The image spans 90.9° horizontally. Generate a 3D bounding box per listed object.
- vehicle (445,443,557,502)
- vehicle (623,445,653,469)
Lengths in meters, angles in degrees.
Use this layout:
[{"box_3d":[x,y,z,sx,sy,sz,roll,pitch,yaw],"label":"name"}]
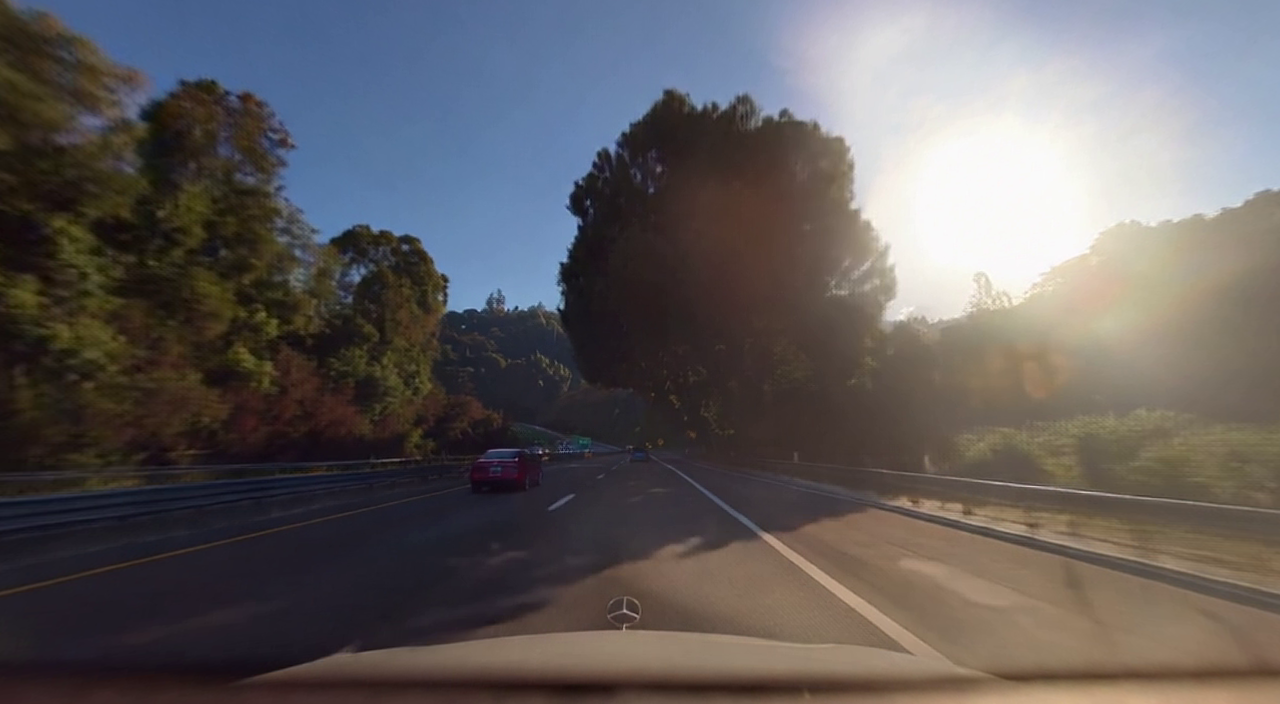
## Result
[{"box_3d":[-3.850,3.437,18.415,2.157,1.483,4.601,0,-9,1],"label":"vehicle"},{"box_3d":[-0.098,7.225,43.434,2.011,1.590,3.607,0,-9,1],"label":"vehicle"}]
